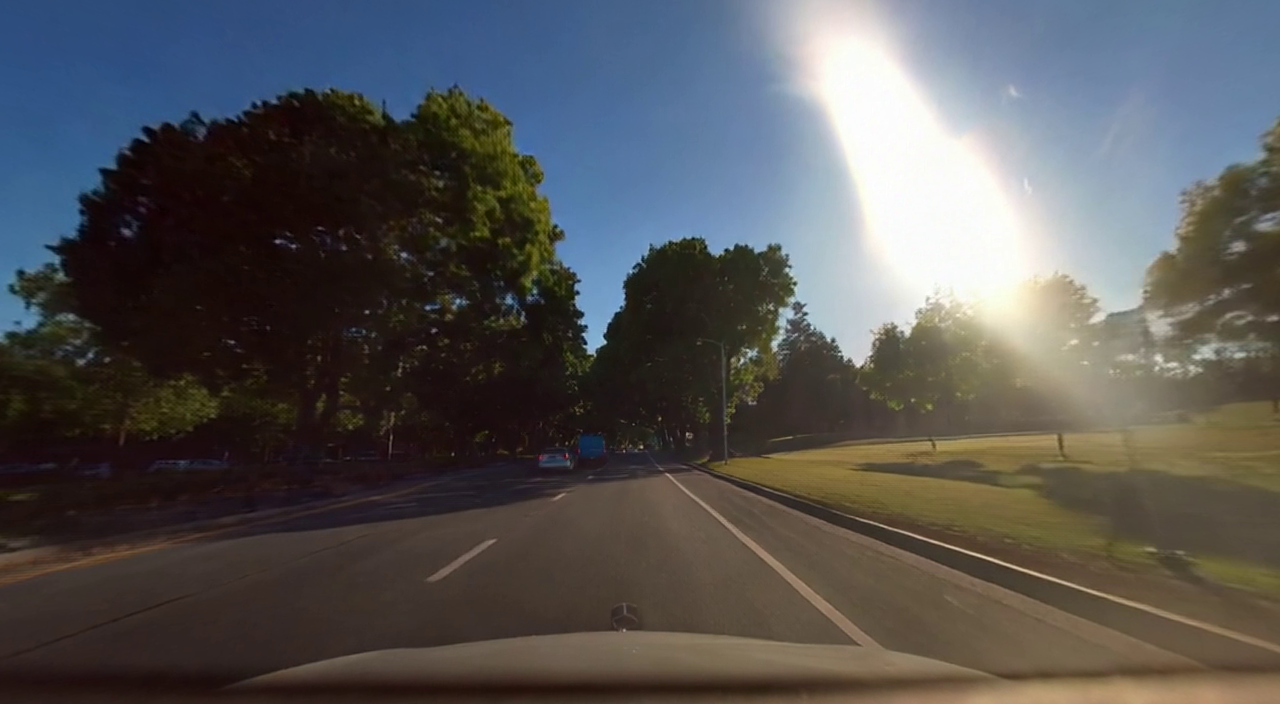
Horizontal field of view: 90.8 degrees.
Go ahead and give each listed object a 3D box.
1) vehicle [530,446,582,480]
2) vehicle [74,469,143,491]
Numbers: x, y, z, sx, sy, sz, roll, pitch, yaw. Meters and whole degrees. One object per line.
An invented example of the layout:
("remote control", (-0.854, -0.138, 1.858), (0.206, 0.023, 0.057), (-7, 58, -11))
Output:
("vehicle", (-3.970, 5.292, 30.371), (2.009, 1.473, 4.028), (0, -9, -1))
("vehicle", (-36.898, 8.900, 43.972), (1.599, 1.391, 3.650), (1, -10, 0))
